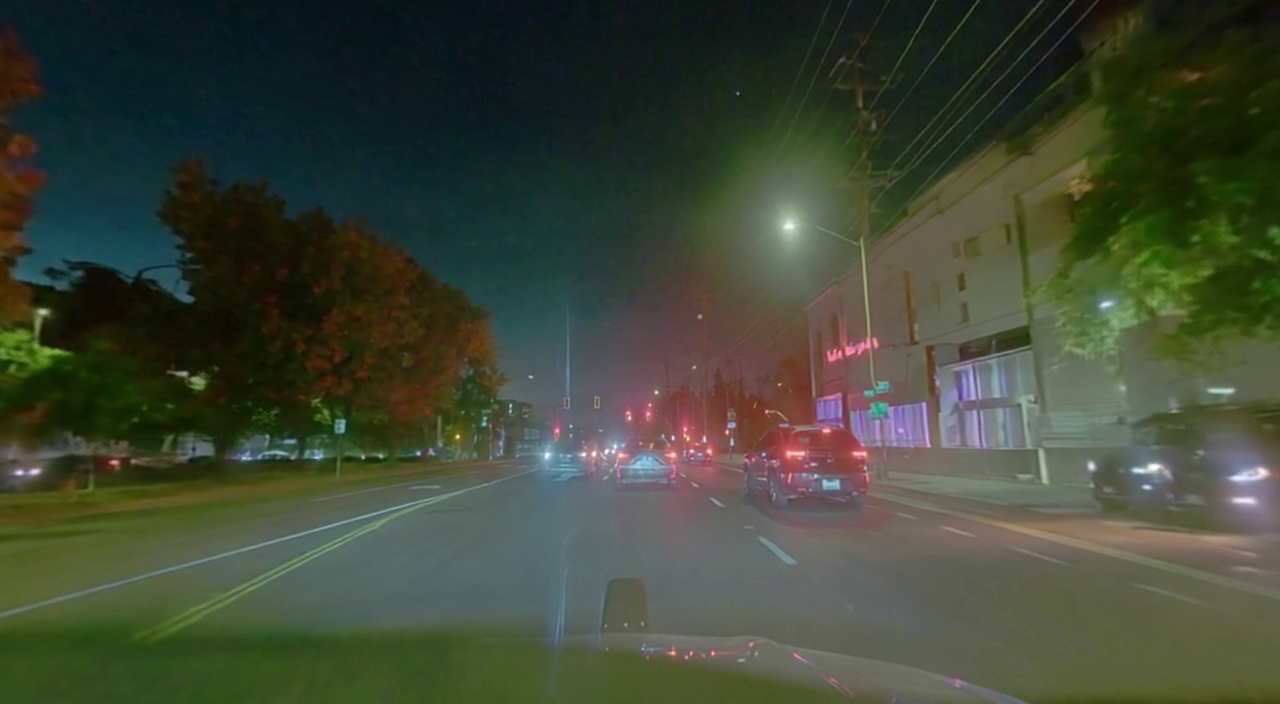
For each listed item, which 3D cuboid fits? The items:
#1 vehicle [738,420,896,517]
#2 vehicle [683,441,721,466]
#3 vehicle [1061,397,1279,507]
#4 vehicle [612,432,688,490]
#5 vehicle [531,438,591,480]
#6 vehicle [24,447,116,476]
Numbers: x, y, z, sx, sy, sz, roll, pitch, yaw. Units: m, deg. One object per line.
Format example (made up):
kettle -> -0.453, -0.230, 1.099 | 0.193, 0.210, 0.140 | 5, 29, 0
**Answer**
vehicle -> 3.529, 2.423, 13.601 | 2.024, 1.711, 4.512 | 0, -8, -1
vehicle -> 3.898, 6.458, 40.289 | 1.880, 1.503, 4.130 | 0, -8, -1
vehicle -> 11.512, 2.039, 13.093 | 2.238, 1.845, 4.874 | -1, -8, 2
vehicle -> 0.289, 3.479, 20.462 | 2.200, 1.653, 4.127 | 0, -8, 0
vehicle -> -3.062, 4.257, 25.329 | 2.104, 1.488, 4.546 | 0, -8, -4
vehicle -> -37.803, 7.249, 41.969 | 1.882, 1.753, 4.517 | 0, -8, -1
